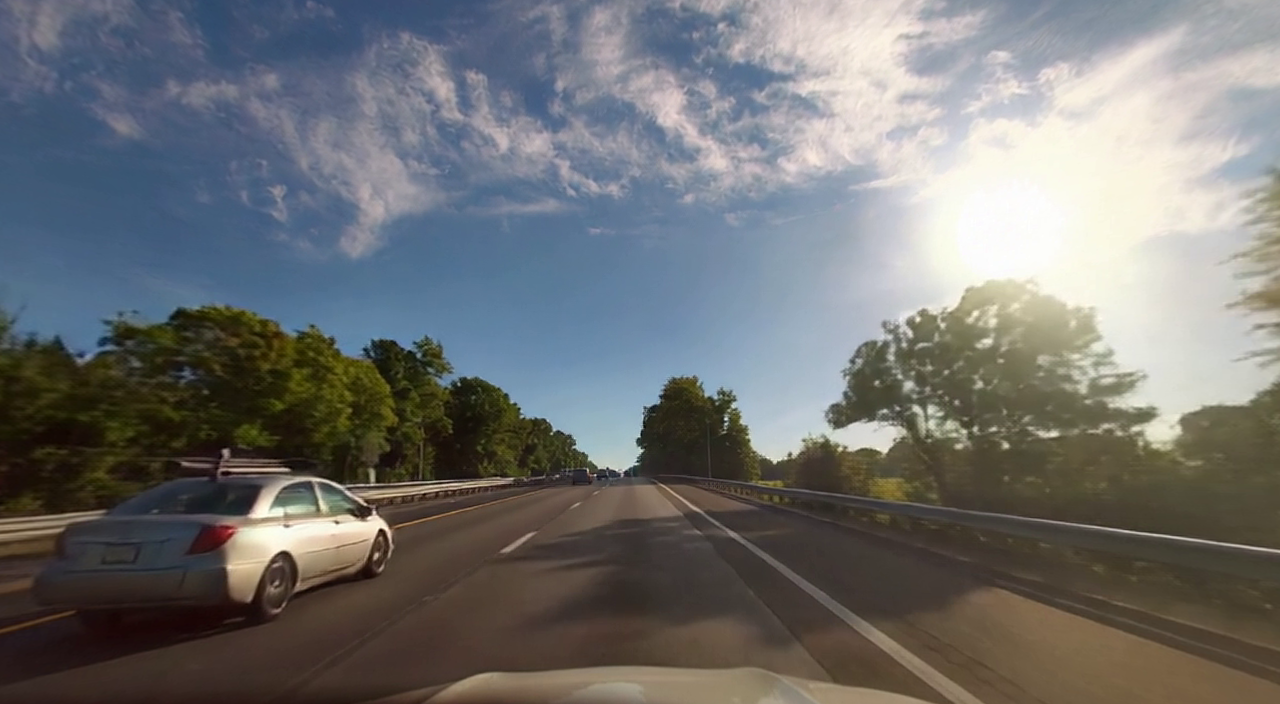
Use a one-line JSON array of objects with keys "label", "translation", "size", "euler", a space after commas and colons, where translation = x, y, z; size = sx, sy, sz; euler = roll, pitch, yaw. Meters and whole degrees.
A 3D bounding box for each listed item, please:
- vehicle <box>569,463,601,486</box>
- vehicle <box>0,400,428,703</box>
[{"label": "vehicle", "translation": [-4.090, 9.216, 47.523], "size": [2.068, 1.592, 4.479], "euler": [1, -10, 0]}, {"label": "vehicle", "translation": [-3.784, 1.507, 5.609], "size": [2.123, 1.666, 4.709], "euler": [1, -10, 0]}]
